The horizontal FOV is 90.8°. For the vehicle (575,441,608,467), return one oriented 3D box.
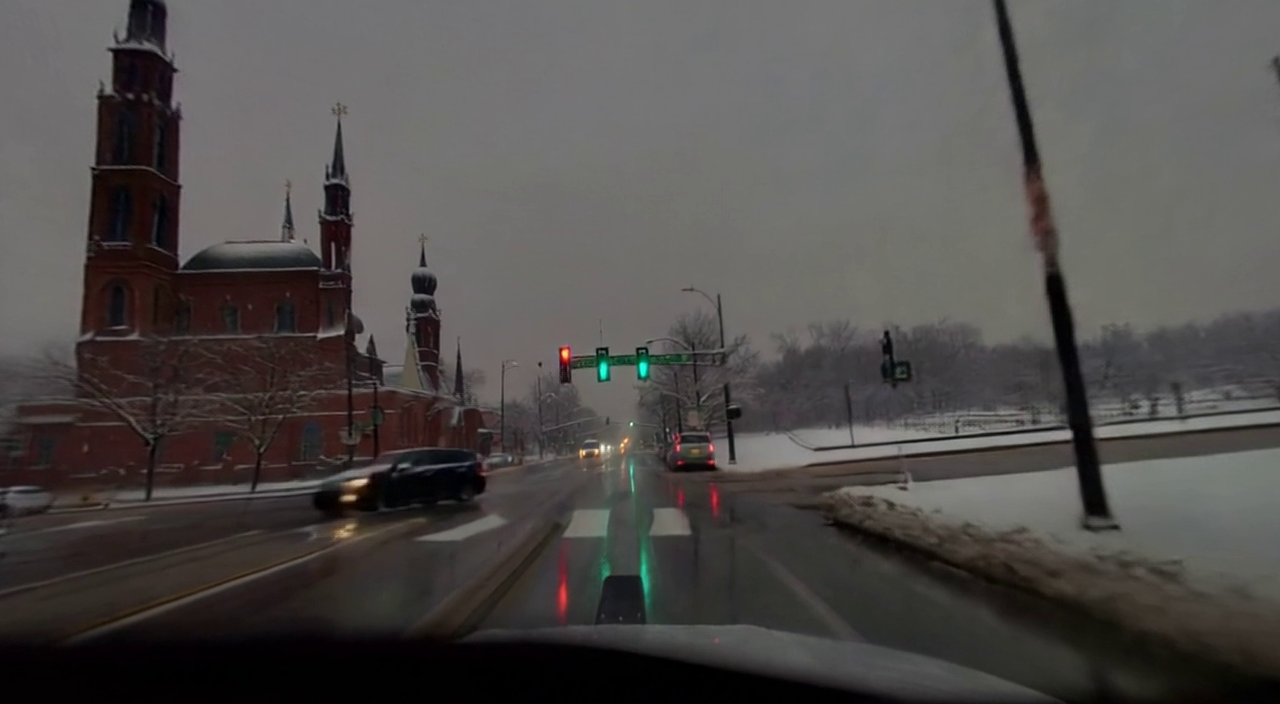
[{"bbox_3d":[-3.744,7.957,49.589,2.293,1.936,4.737,0,-8,-1],"label":"vehicle"}]

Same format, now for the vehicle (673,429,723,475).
[{"bbox_3d":[2.732,4.890,30.955,2.074,2.041,5.045,0,-8,1],"label":"vehicle"}]

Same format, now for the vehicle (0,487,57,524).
[{"bbox_3d":[-33.455,8.092,33.404,3.529,1.661,1.695,-1,-5,0],"label":"vehicle"}]

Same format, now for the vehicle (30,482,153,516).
[{"bbox_3d":[-28.943,7.754,33.450,4.439,1.661,2.071,0,-11,-1],"label":"vehicle"}]

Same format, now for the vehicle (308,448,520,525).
[{"bbox_3d":[-5.069,3.024,14.951,1.881,1.476,4.620,-5,-10,27],"label":"vehicle"}]
